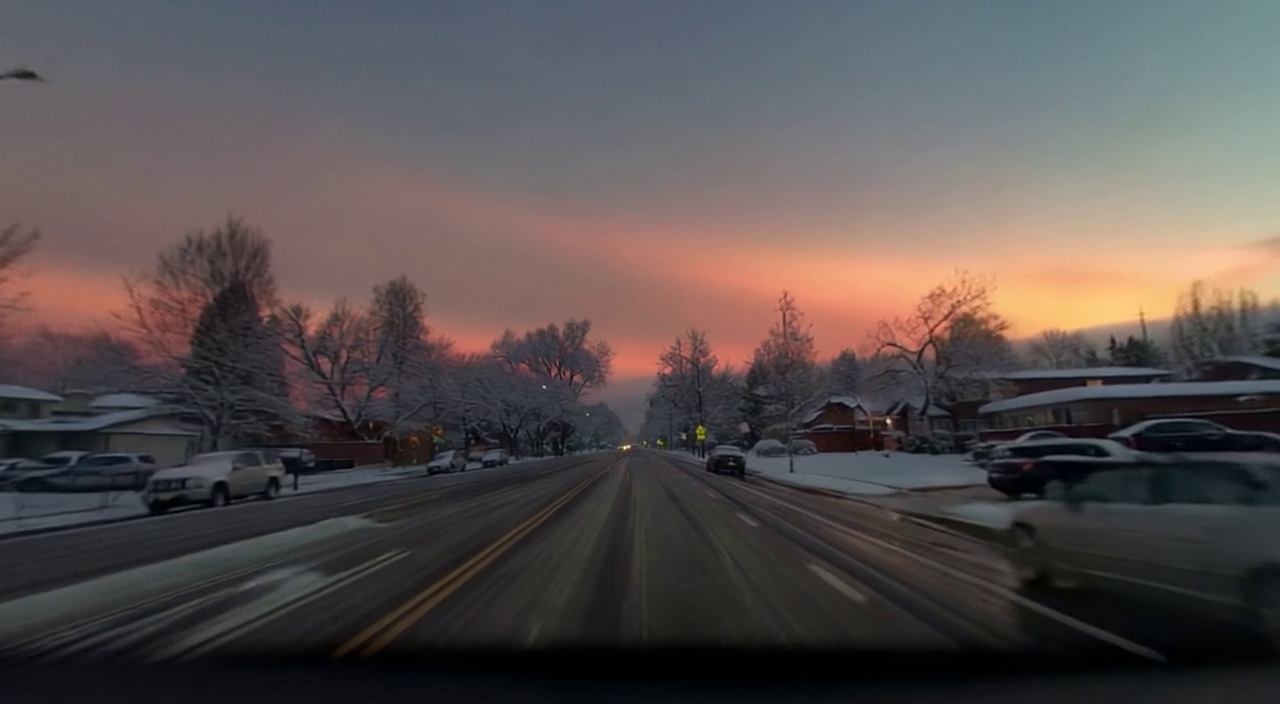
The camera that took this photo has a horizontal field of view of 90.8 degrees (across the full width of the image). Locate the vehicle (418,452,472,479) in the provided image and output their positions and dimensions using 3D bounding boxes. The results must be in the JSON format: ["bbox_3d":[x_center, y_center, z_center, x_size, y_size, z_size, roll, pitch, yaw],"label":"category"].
[{"bbox_3d":[-12.340,7.161,40.208,1.940,1.452,4.485,-3,-9,1],"label":"vehicle"}]

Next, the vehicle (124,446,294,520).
[{"bbox_3d":[-12.688,3.815,19.056,2.049,1.782,4.460,-4,-8,0],"label":"vehicle"}]

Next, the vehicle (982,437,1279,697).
[{"bbox_3d":[4.612,1.354,4.508,1.970,1.455,4.233,0,-8,0],"label":"vehicle"}]

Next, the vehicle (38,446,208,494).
[{"bbox_3d":[-20.303,4.625,25.022,4.744,1.752,2.008,1,-9,-6],"label":"vehicle"}]

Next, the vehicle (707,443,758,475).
[{"bbox_3d":[4.676,5.490,32.635,1.925,1.482,4.746,0,-8,0],"label":"vehicle"}]
